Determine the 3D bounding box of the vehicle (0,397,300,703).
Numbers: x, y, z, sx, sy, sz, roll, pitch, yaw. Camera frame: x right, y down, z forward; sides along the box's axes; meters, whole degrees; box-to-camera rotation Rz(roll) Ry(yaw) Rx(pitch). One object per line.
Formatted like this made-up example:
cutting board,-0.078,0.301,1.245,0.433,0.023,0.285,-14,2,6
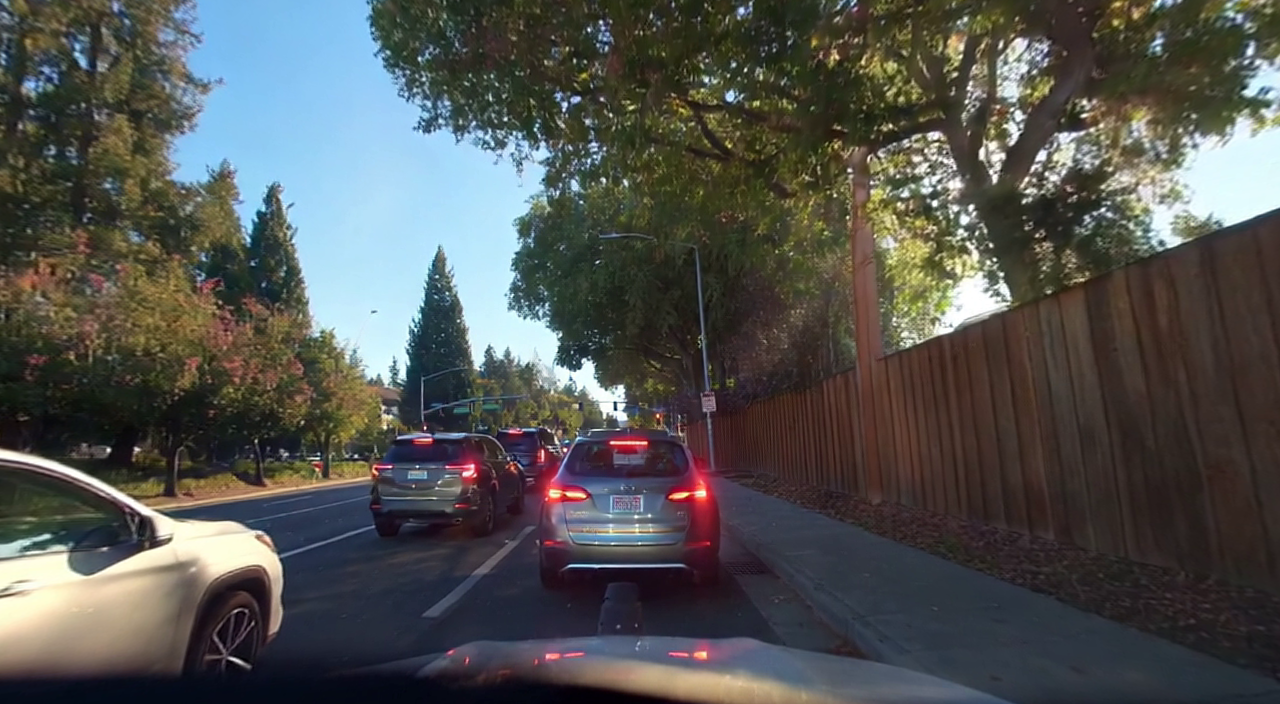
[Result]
vehicle,-3.157,0.841,1.604,1.980,1.520,4.636,0,-8,0

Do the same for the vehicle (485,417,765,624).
vehicle,-0.136,1.490,6.498,1.995,1.460,3.865,0,-8,-1

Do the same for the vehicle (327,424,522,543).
vehicle,-3.225,2.036,10.311,1.850,1.582,3.688,0,-8,0
